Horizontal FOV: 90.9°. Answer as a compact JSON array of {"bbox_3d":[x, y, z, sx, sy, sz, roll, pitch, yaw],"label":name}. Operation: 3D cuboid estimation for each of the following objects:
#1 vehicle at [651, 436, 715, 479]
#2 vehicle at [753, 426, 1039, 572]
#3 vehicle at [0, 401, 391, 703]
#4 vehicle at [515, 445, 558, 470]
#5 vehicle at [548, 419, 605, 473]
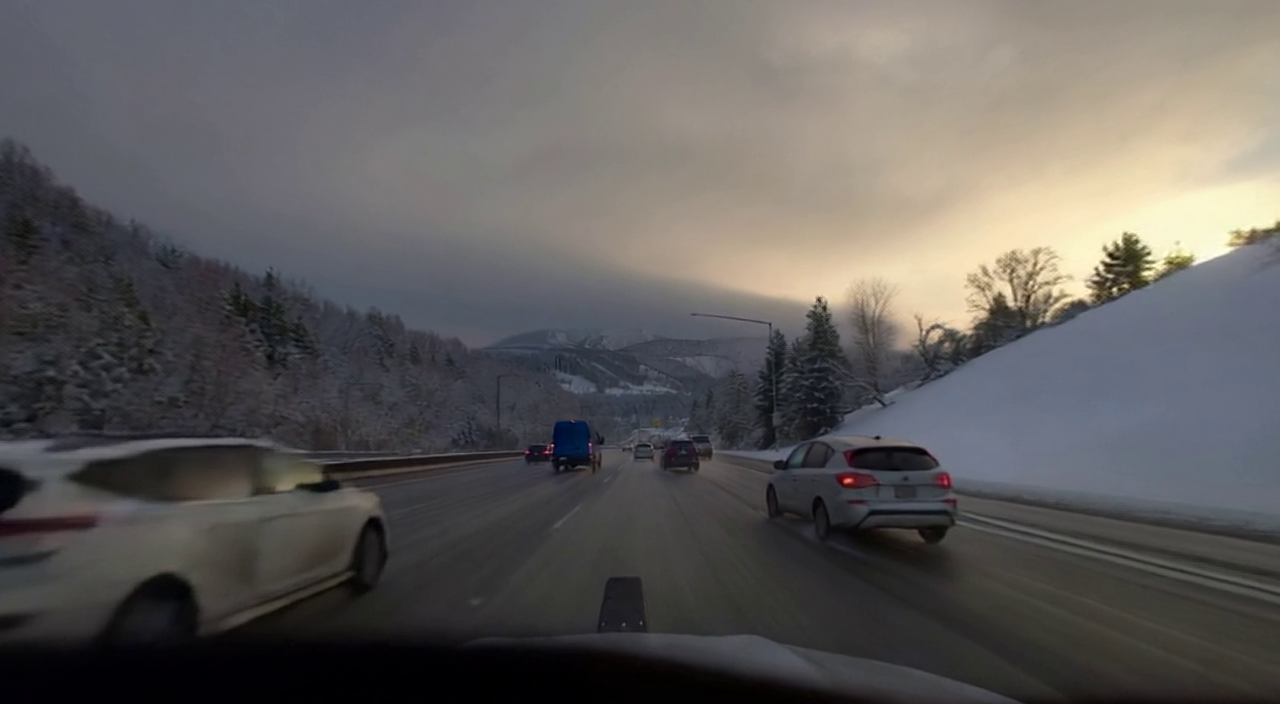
[{"bbox_3d":[1.782,4.553,27.441,2.270,1.660,4.101,0,-9,-3],"label":"vehicle"},{"bbox_3d":[3.088,1.869,8.855,2.050,1.491,4.362,0,-9,-2],"label":"vehicle"},{"bbox_3d":[-3.339,1.146,3.660,1.990,1.501,4.250,0,-9,1],"label":"vehicle"},{"bbox_3d":[-6.557,6.709,40.409,1.964,1.487,4.417,0,-9,1],"label":"vehicle"},{"bbox_3d":[-3.335,5.118,34.461,2.396,2.664,5.735,0,-9,1],"label":"vehicle"}]
